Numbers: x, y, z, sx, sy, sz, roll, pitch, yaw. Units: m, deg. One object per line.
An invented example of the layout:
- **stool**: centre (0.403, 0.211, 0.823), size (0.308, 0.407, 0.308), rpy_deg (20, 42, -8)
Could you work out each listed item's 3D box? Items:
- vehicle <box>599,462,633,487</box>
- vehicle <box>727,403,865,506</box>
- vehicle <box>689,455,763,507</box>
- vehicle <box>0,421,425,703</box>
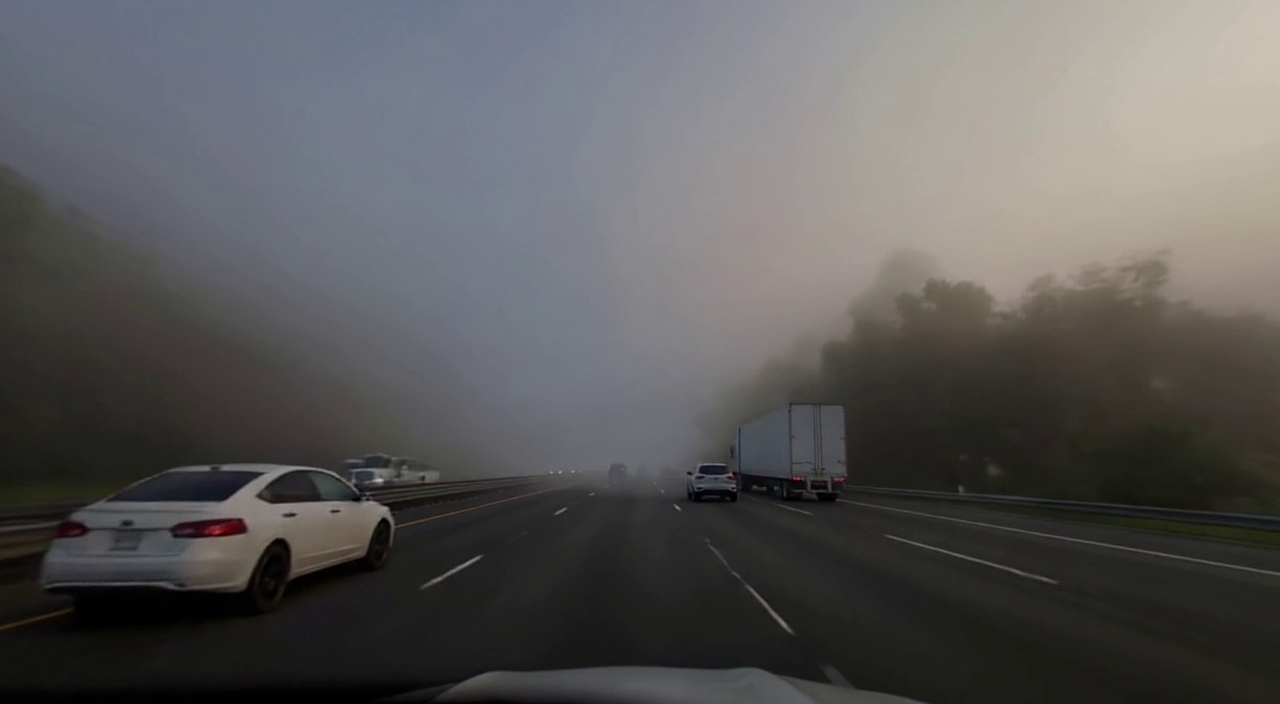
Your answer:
- **vehicle**: centre (-1.527, 8.123, 41.817), size (2.025, 1.547, 4.150), rpy_deg (1, -10, 0)
- **vehicle**: centre (7.503, 5.690, 34.092), size (2.861, 4.086, 17.499), rpy_deg (1, -10, -1)
- **vehicle**: centre (3.115, 4.792, 23.645), size (2.050, 1.708, 4.457), rpy_deg (1, -10, -1)
- **vehicle**: centre (-3.794, 1.522, 5.588), size (2.065, 1.485, 4.682), rpy_deg (1, -10, 0)
